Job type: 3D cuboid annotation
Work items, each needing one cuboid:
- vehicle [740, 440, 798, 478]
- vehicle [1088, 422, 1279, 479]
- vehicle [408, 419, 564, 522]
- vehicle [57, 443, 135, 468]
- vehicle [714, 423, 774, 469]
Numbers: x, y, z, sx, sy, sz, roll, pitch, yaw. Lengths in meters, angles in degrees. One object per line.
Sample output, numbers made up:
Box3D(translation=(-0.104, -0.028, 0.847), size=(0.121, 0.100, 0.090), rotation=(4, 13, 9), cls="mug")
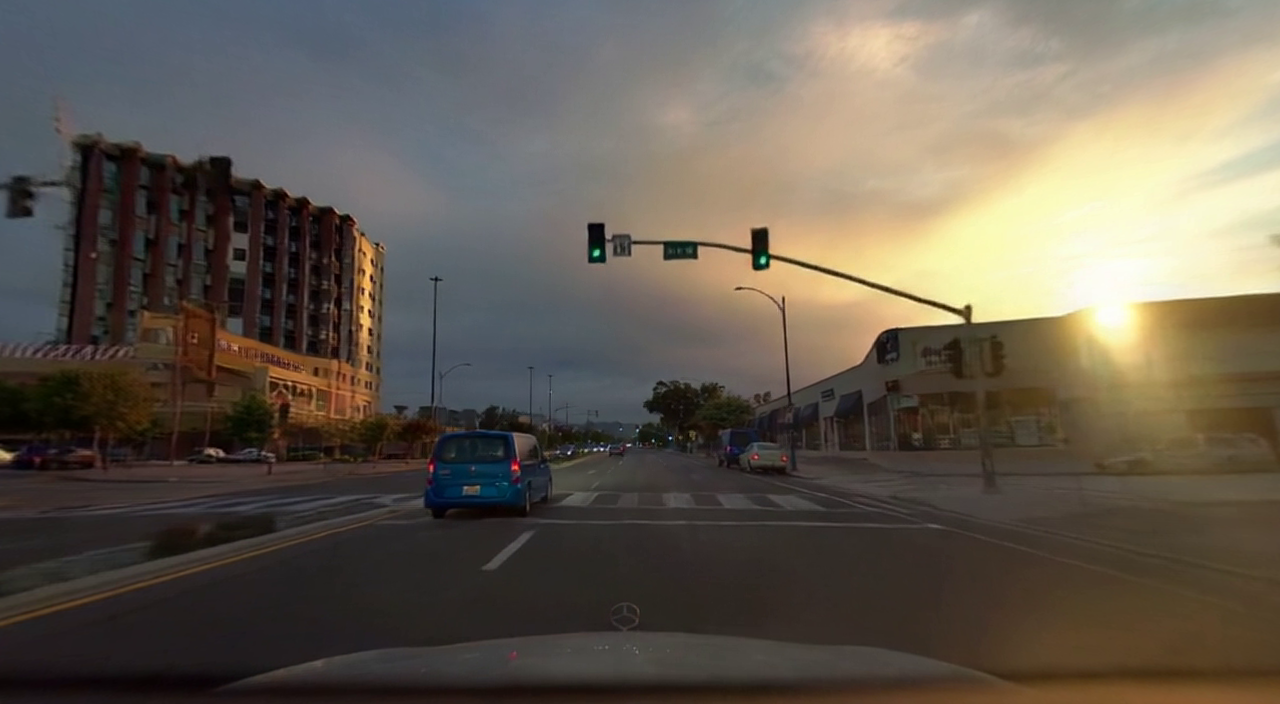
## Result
Box3D(translation=(6.435, 5.355, 31.935), size=(1.942, 1.753, 4.912), rotation=(0, -8, 0), cls="vehicle")
Box3D(translation=(20.989, 3.773, 24.206), size=(5.551, 2.016, 2.205), rotation=(-1, -9, 7), cls="vehicle")
Box3D(translation=(-2.825, 2.276, 12.553), size=(2.080, 1.722, 3.766), rotation=(0, -8, 1), cls="vehicle")
Box3D(translation=(-38.726, 7.338, 44.895), size=(1.758, 1.693, 4.003), rotation=(-1, -8, 5), cls="vehicle")
Box3D(translation=(6.247, 5.810, 38.834), size=(2.642, 2.582, 6.157), rotation=(0, -8, 0), cls="vehicle")
